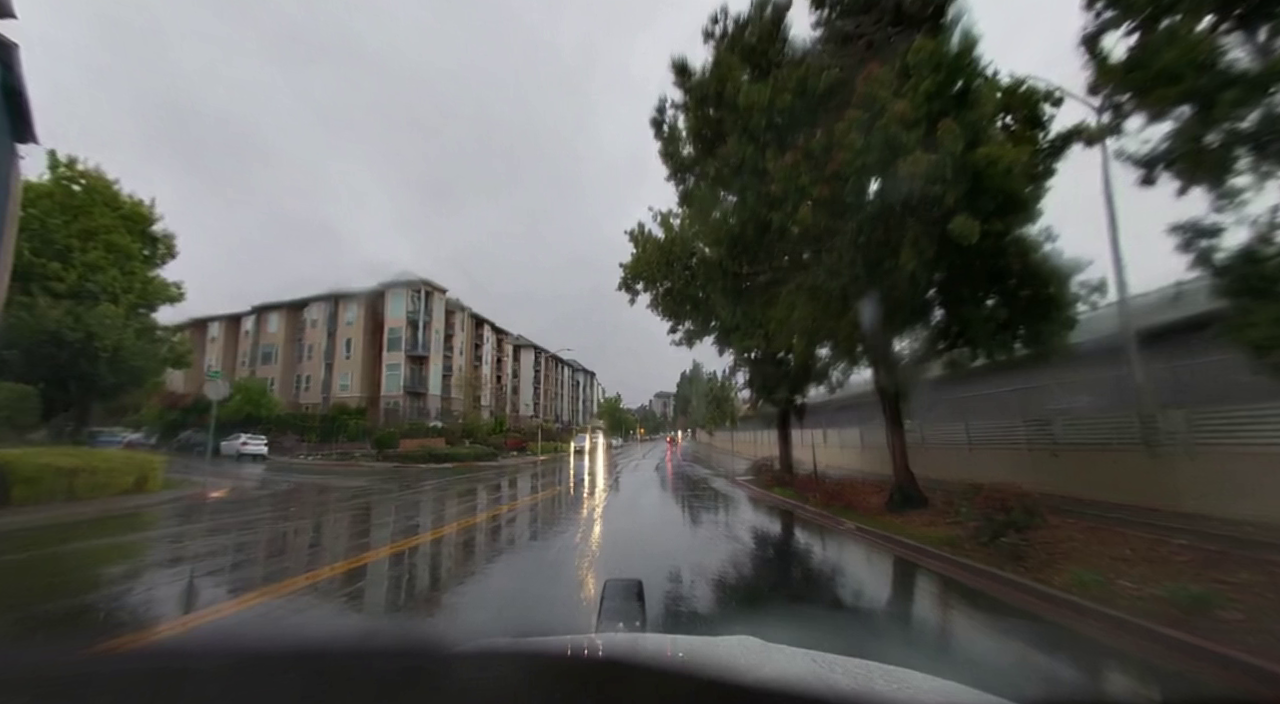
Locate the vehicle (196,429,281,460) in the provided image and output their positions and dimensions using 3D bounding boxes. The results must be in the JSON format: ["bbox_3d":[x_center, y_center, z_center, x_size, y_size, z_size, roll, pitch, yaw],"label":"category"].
[{"bbox_3d":[-24.674,5.680,38.783,5.078,1.794,2.210,-5,-10,30],"label":"vehicle"}]

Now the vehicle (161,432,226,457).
[{"bbox_3d":[-29.321,6.069,41.449,4.245,1.564,1.895,-5,-10,32],"label":"vehicle"}]

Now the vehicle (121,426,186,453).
[{"bbox_3d":[-34.587,6.254,44.883,4.503,1.838,2.069,-5,-10,32],"label":"vehicle"}]
